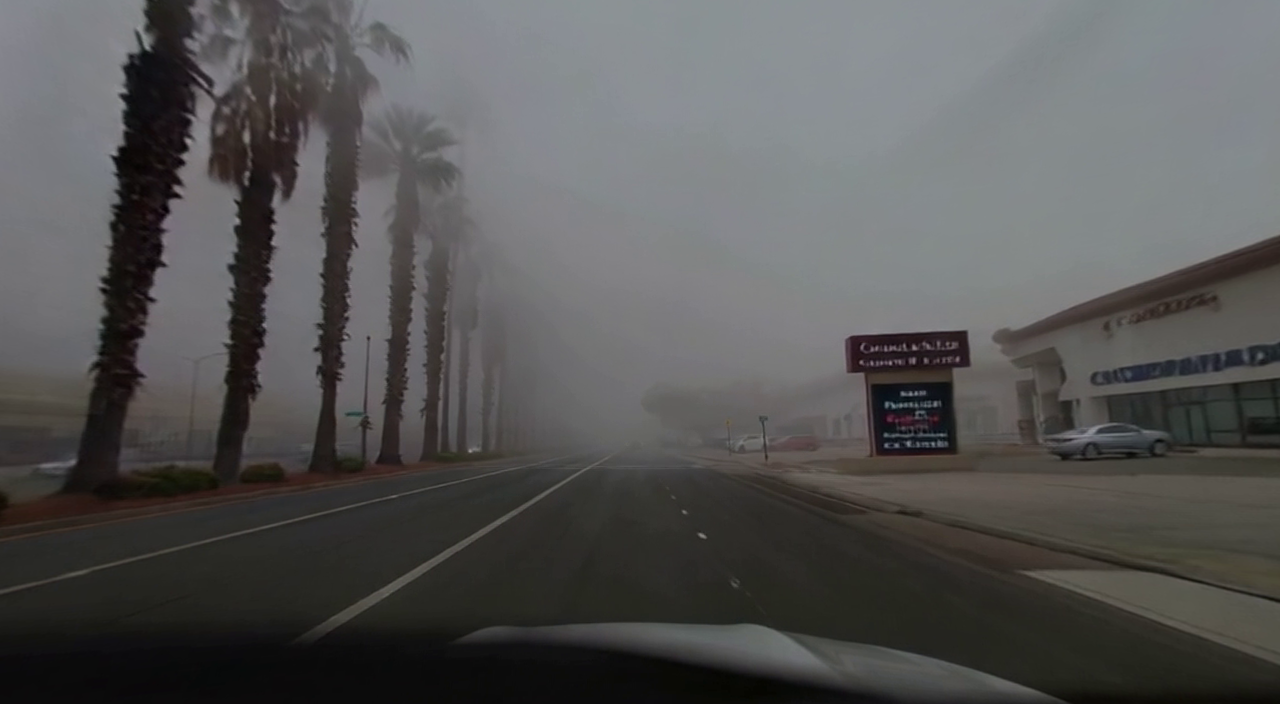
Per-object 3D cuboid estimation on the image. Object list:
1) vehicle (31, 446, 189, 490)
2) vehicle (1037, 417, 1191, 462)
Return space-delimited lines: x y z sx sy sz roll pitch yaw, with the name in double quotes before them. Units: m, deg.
"vehicle" -19.679 4.288 23.824 1.919 1.476 4.738 0 -9 -1
"vehicle" 19.330 3.599 25.924 4.552 1.649 2.187 -1 -9 -3
